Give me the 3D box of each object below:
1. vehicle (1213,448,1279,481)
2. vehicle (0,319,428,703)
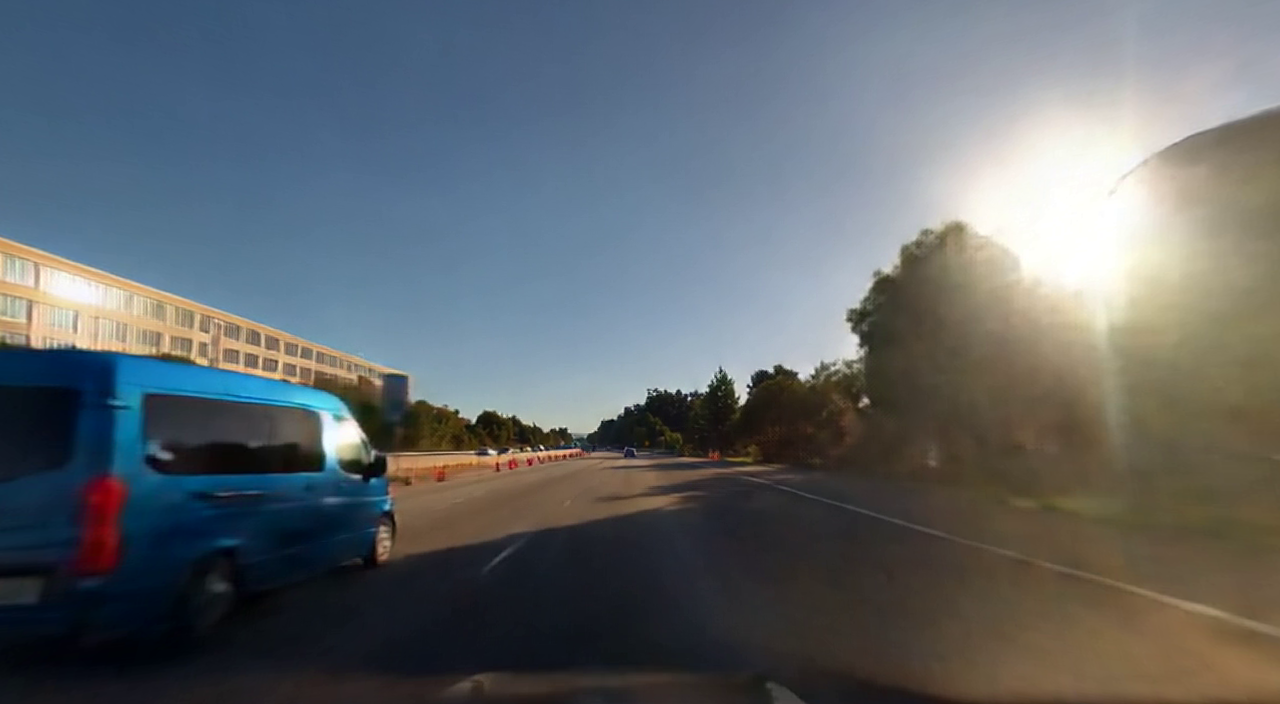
[{"bbox_3d":[29.854,5.262,29.686,3.924,1.454,1.952,0,-8,-2],"label":"vehicle"},{"bbox_3d":[-3.604,1.139,5.404,2.046,1.982,4.465,0,-9,-1],"label":"vehicle"}]
